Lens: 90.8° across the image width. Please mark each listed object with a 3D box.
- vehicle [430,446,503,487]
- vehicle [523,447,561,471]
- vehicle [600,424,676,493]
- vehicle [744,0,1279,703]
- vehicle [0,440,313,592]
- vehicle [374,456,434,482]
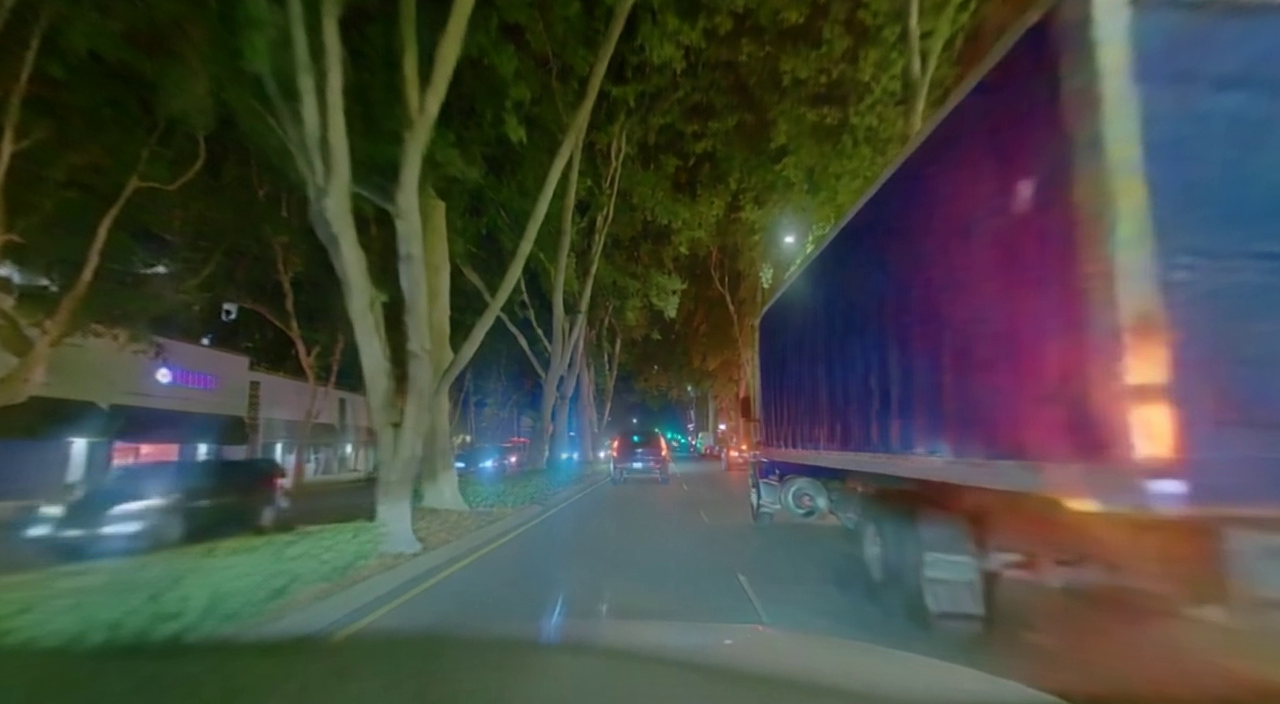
[{"bbox_3d":[-7.605,5.033,28.152,1.937,1.641,4.575,0,-9,0],"label":"vehicle"},{"bbox_3d":[-7.321,8.018,47.677,1.977,1.669,4.387,-1,-9,2],"label":"vehicle"},{"bbox_3d":[0.053,3.560,21.350,2.293,2.036,4.853,-1,-9,3],"label":"vehicle"},{"bbox_3d":[3.824,0.685,8.496,3.007,4.206,12.913,0,-9,2],"label":"vehicle"},{"bbox_3d":[-6.787,2.038,8.855,2.056,1.534,4.645,0,-9,-2],"label":"vehicle"},{"bbox_3d":[-15.126,7.516,40.701,1.962,1.487,4.652,0,-9,2],"label":"vehicle"}]
